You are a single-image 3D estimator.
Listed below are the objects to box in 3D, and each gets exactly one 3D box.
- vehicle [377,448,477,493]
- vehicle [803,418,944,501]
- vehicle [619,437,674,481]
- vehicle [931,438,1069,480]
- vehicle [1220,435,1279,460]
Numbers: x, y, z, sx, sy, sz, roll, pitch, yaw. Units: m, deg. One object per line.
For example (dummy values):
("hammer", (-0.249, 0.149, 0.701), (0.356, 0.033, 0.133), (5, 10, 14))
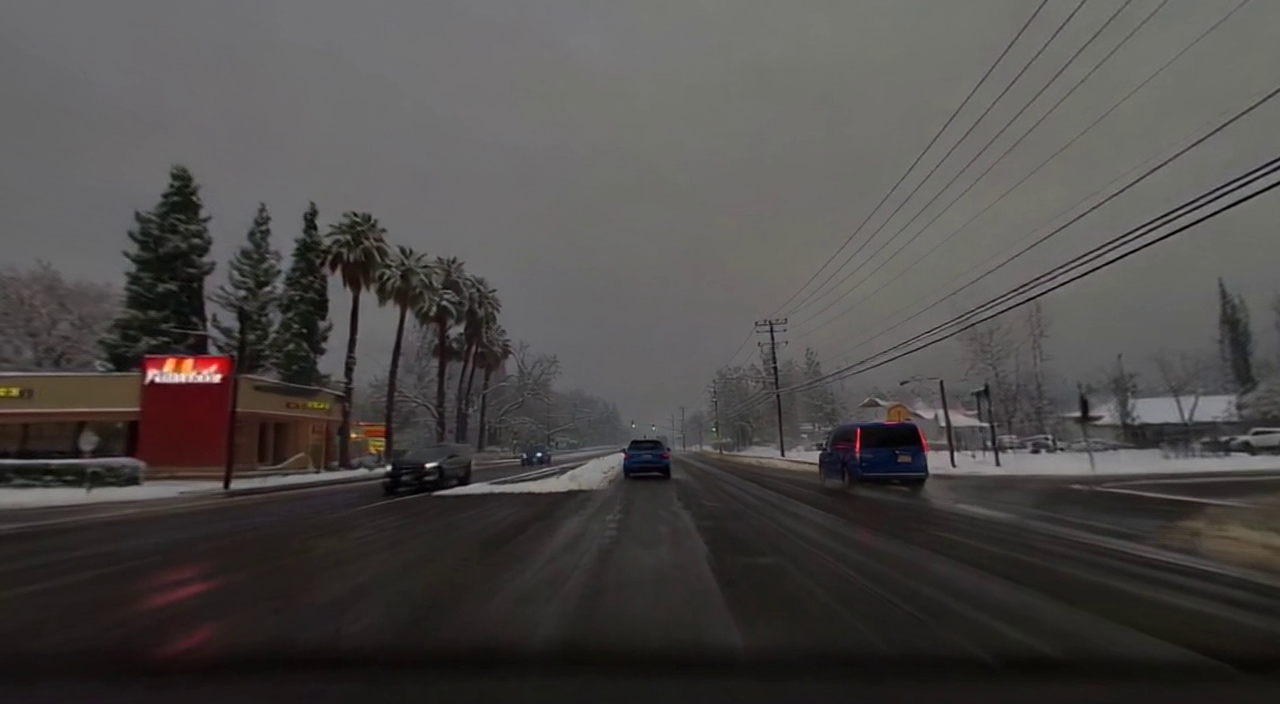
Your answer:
("vehicle", (-7.923, 4.429, 23.974), (2.004, 1.535, 4.853), (0, -9, 1))
("vehicle", (6.084, 2.866, 17.097), (2.107, 1.928, 4.471), (0, -9, 0))
("vehicle", (0.244, 4.486, 26.608), (2.138, 1.672, 4.168), (0, -9, 0))
("vehicle", (13.989, 4.205, 24.807), (4.400, 1.507, 2.009), (-4, -10, 23))
("vehicle", (41.325, 6.332, 41.764), (1.779, 1.515, 4.189), (-4, -9, 3))
